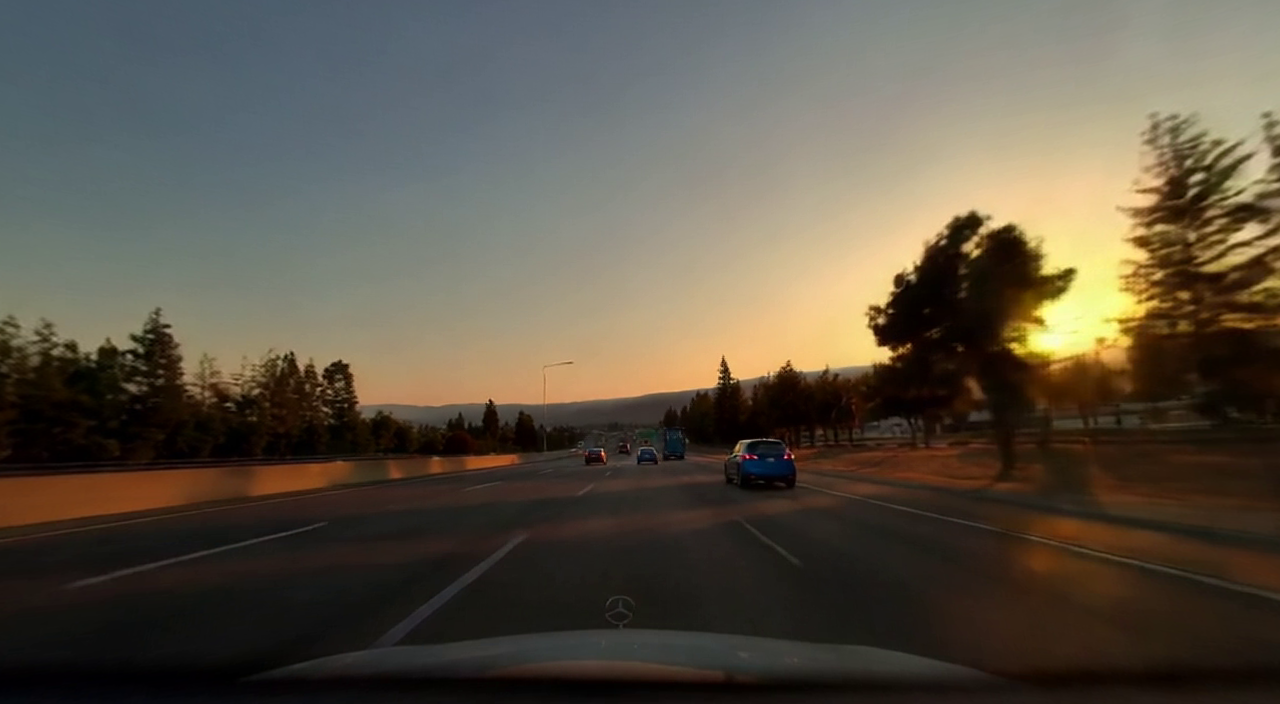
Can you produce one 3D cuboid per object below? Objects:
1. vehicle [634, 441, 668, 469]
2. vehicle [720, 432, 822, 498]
[{"bbox_3d":[0.711,7.142,43.760,2.205,1.785,4.423,0,-9,0],"label":"vehicle"},{"bbox_3d":[3.754,3.332,18.907,2.082,1.720,4.393,0,-9,0],"label":"vehicle"}]
